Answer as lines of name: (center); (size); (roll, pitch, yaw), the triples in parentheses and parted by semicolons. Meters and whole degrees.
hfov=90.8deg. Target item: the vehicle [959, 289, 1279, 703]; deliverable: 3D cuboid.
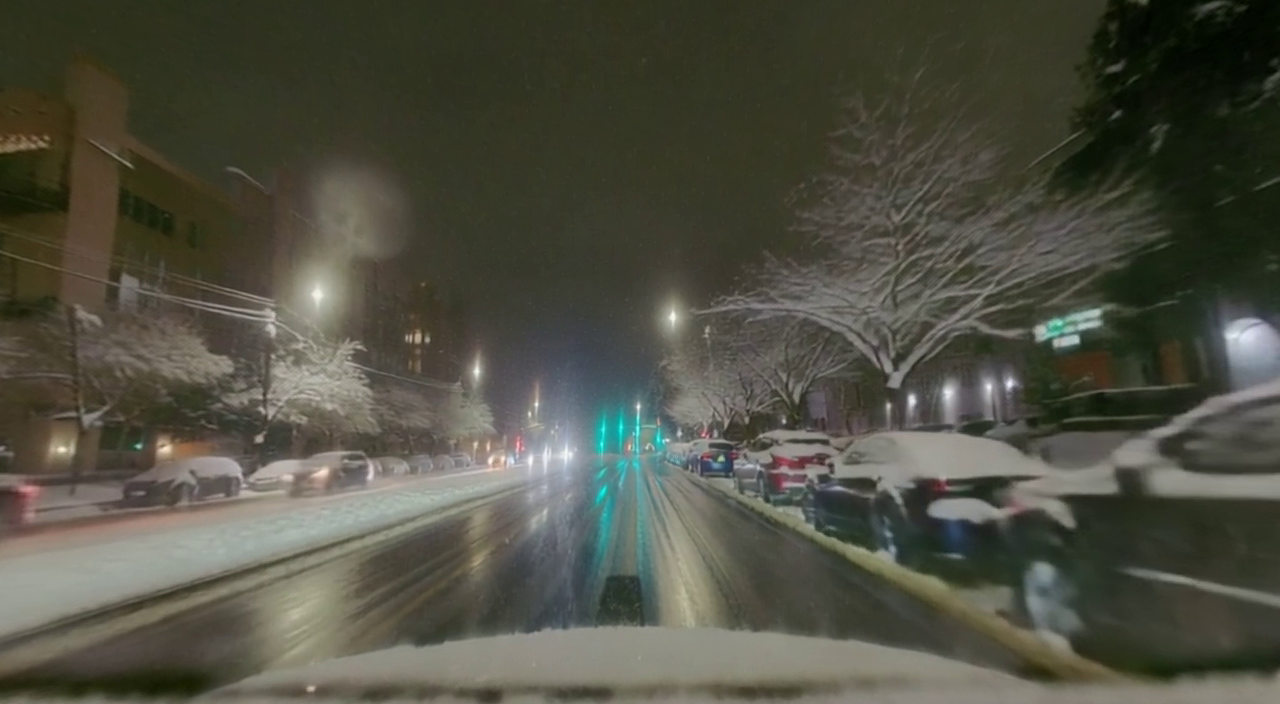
vehicle: (3.488, 0.689, 2.128); (2.175, 1.910, 4.933); (0, -9, 0)

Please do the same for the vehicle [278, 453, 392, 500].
vehicle: (-11.273, 4.592, 23.811); (1.982, 1.515, 4.648); (0, -9, 0)

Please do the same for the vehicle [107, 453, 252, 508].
vehicle: (-18.163, 5.055, 25.344); (2.151, 1.885, 4.979); (0, -9, -2)

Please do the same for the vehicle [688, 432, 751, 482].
vehicle: (3.251, 4.392, 26.699); (1.935, 1.920, 4.397); (0, -9, -1)
